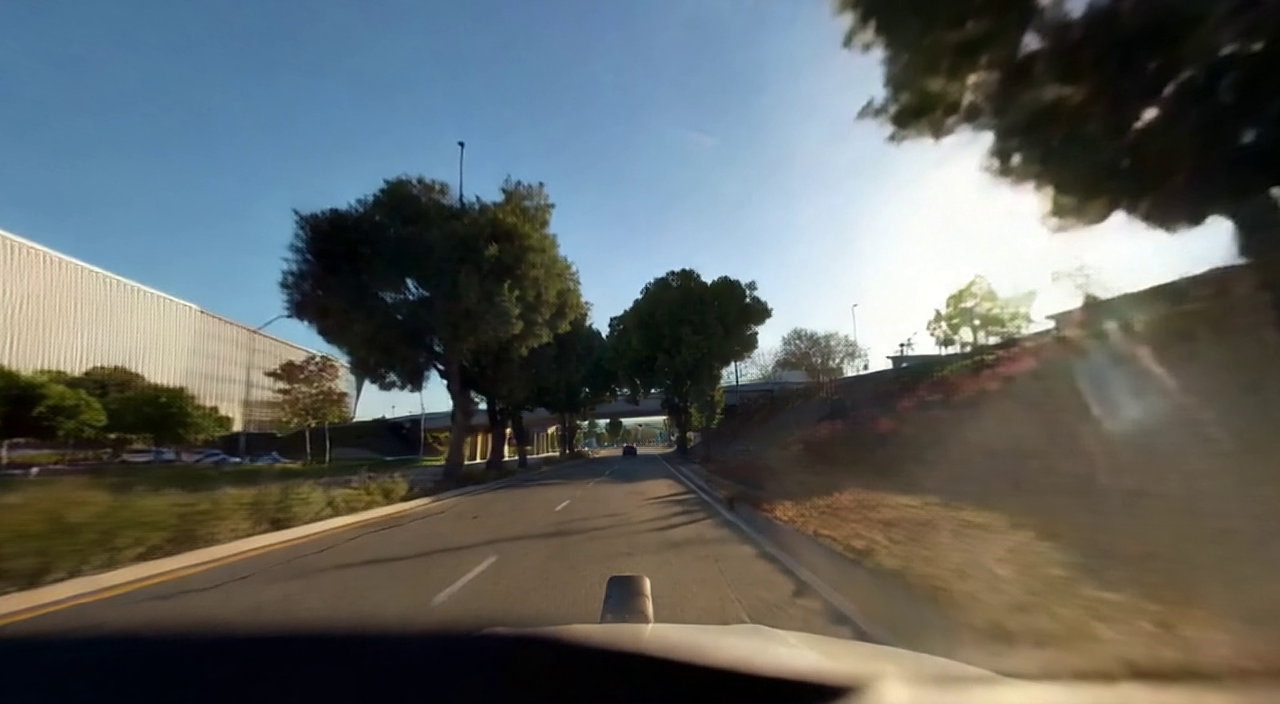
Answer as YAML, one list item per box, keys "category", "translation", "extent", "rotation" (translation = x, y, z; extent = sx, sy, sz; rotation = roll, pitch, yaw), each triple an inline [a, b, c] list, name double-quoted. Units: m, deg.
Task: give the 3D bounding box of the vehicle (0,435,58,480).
- category: "vehicle"
  translation: [-48.786, 8.224, 49.396]
  extent: [7.952, 3.263, 2.871]
  rotation: [-7, -10, 36]
